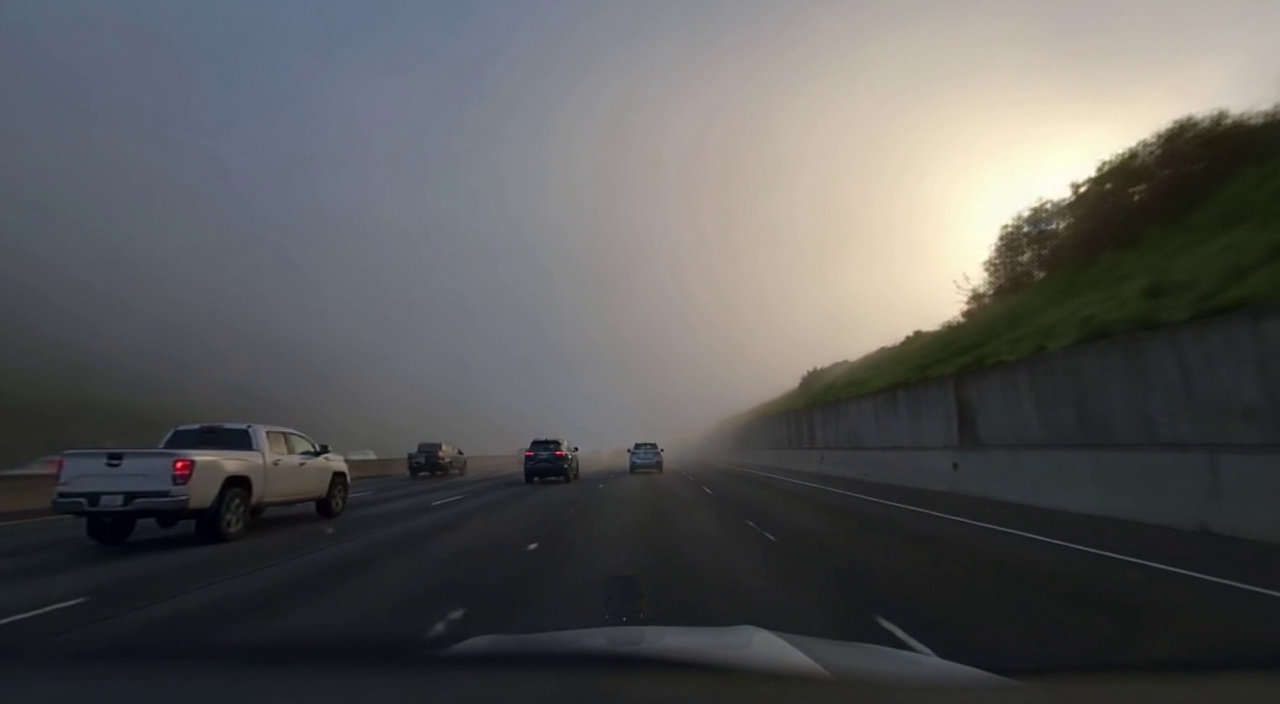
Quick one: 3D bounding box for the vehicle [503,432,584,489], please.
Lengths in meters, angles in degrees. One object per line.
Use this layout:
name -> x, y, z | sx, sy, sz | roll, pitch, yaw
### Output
vehicle -> -3.325, 3.852, 22.709 | 2.093, 1.820, 4.506 | 0, -9, 1

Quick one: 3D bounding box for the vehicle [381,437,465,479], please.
vehicle -> -10.715, 5.274, 31.695 | 2.230, 1.928, 5.333 | 0, -9, 1

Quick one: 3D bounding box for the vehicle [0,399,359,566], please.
vehicle -> -6.651, 1.855, 9.743 | 2.108, 1.856, 5.214 | 0, -9, 1

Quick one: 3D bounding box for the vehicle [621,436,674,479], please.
vehicle -> 0.327, 4.834, 29.067 | 2.233, 1.804, 4.273 | 0, -9, 0
